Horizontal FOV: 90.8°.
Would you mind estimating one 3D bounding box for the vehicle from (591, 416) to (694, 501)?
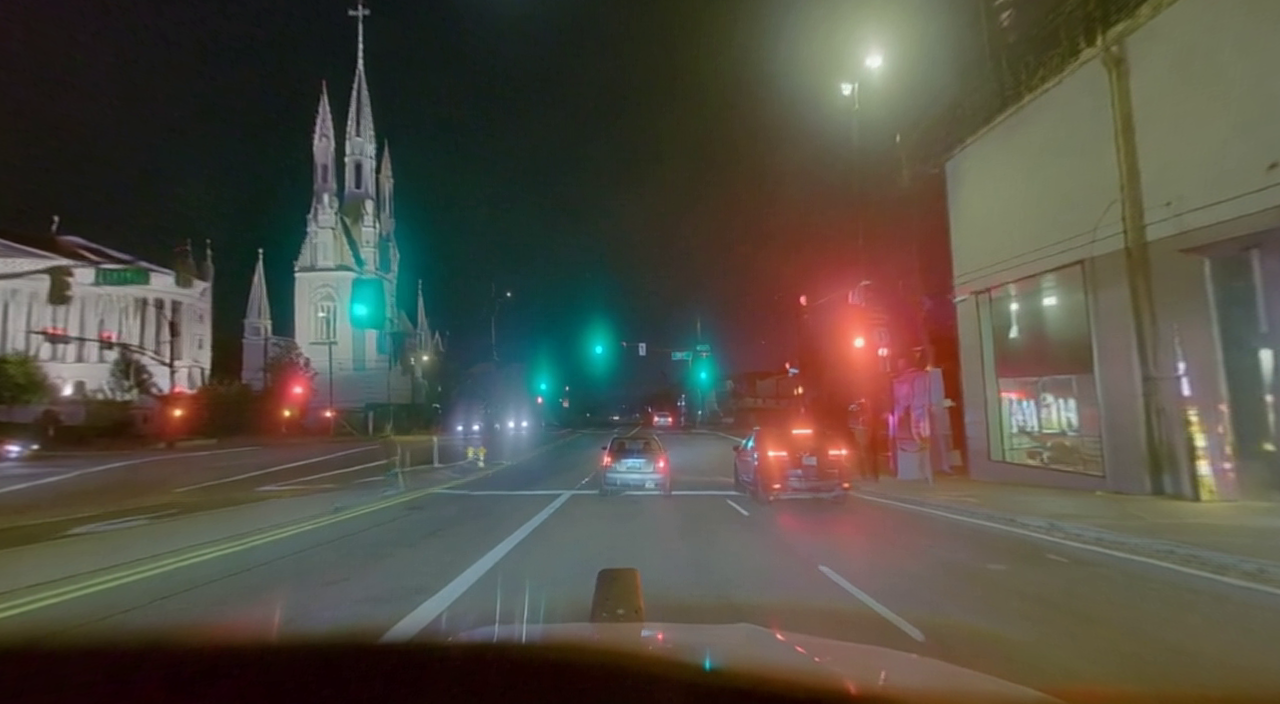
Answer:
[{"bbox_3d":[0.029,2.548,15.504,2.168,1.776,4.135,0,-8,-1],"label":"vehicle"}]

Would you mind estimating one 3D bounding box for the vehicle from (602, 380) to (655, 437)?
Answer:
[{"bbox_3d":[-0.854,3.416,39.237,2.930,3.209,8.154,0,-4,-3],"label":"vehicle"}]

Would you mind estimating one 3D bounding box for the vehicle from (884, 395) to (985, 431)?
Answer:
[{"bbox_3d":[16.317,3.347,35.130,4.512,1.734,2.143,-2,-4,-4],"label":"vehicle"}]

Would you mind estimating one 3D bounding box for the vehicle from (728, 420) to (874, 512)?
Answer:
[{"bbox_3d":[3.493,2.566,14.757,2.080,1.735,4.650,2,-8,-1],"label":"vehicle"}]

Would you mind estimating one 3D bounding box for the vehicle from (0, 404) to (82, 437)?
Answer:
[{"bbox_3d":[-45.489,5.118,47.747,2.194,2.092,5.083,0,-2,-3],"label":"vehicle"}]
